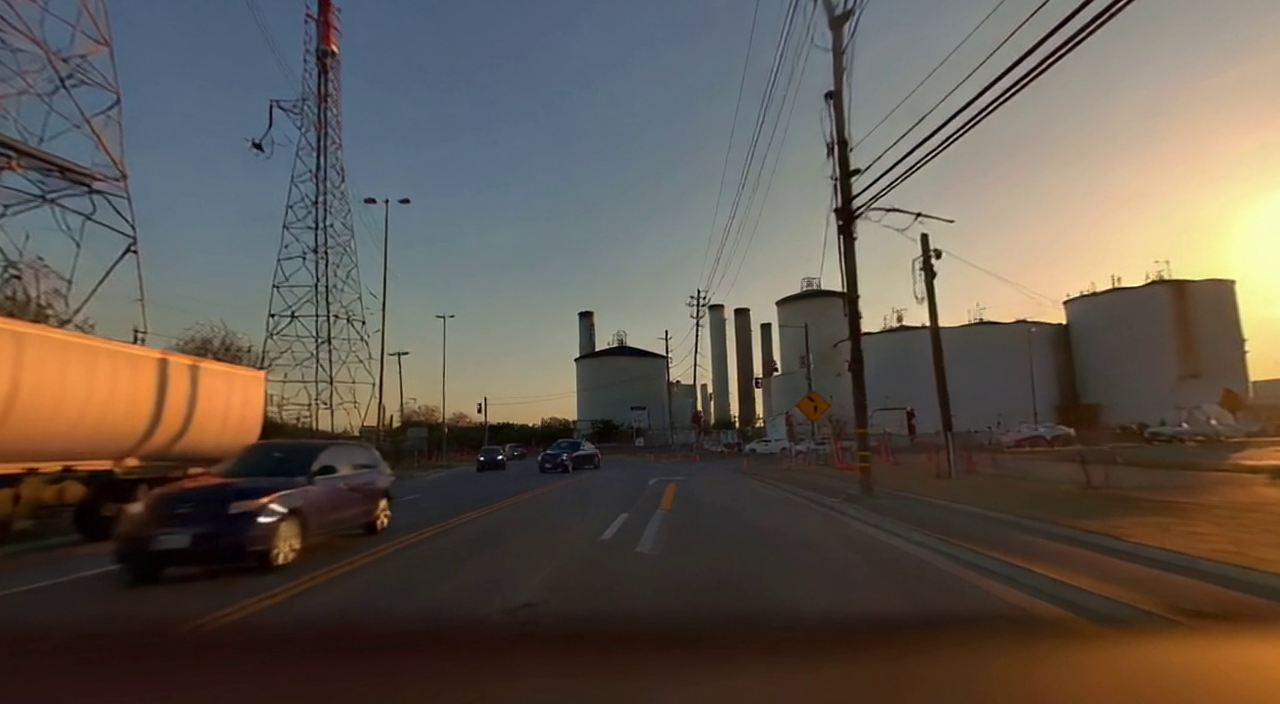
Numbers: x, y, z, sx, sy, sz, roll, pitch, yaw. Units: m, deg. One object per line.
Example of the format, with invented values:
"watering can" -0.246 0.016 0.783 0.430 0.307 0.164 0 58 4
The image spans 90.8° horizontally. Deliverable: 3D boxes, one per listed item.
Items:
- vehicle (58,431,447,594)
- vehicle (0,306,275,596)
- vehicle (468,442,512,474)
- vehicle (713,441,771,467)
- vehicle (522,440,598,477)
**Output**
"vehicle" -4.295 1.825 8.182 2.117 1.484 4.544 0 -8 1
"vehicle" -8.471 1.284 8.272 2.905 3.133 7.675 0 -8 -2
"vehicle" -9.082 6.418 38.525 2.169 1.826 4.755 1 -9 -9
"vehicle" 6.110 6.021 37.489 2.053 1.477 4.218 -4 -10 29
"vehicle" -3.750 5.135 30.682 1.944 1.645 4.701 -2 -9 16
